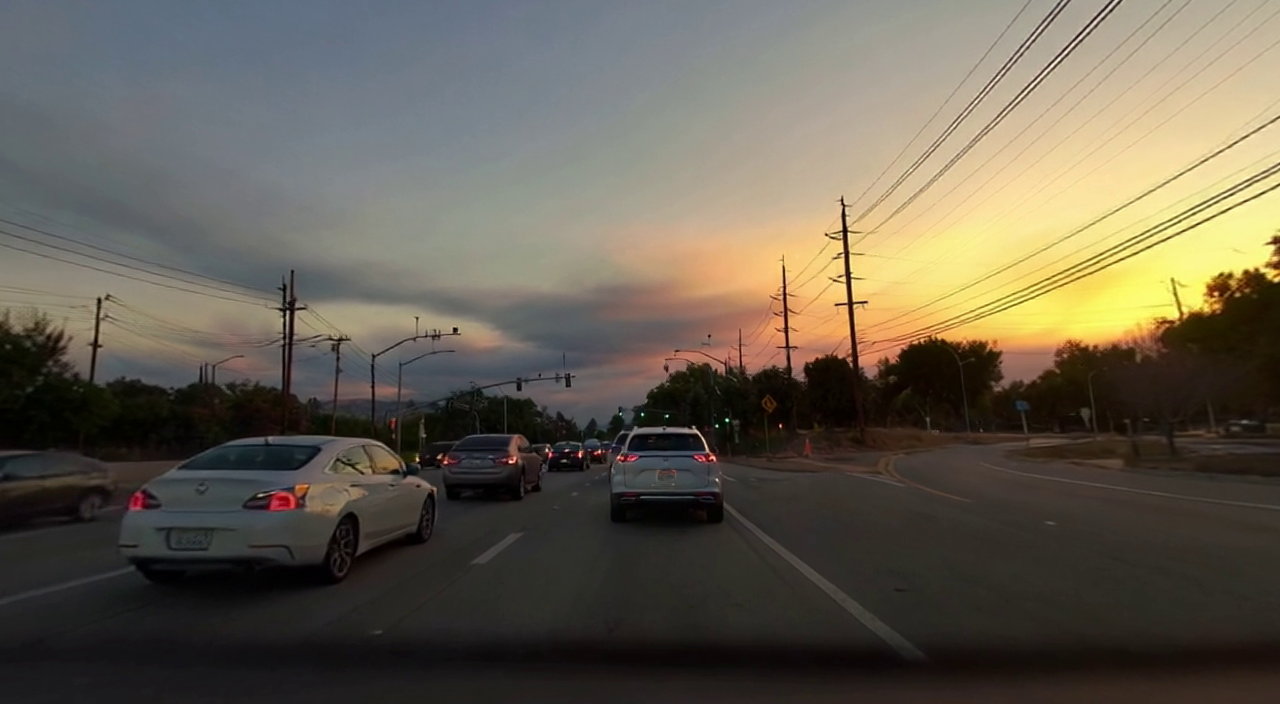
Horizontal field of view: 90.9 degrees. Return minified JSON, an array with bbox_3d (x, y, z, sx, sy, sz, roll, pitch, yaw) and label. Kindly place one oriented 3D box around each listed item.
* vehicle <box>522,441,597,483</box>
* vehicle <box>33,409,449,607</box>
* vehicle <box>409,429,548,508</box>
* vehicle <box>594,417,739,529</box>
[{"bbox_3d":[-2.927,4.112,23.852,2.105,1.436,4.311,-1,-9,2],"label":"vehicle"},{"bbox_3d":[-3.822,1.552,7.115,1.999,1.563,4.007,0,-9,1],"label":"vehicle"},{"bbox_3d":[-3.665,2.743,15.271,2.018,1.621,4.441,-1,-9,2],"label":"vehicle"},{"bbox_3d":[0.478,2.151,11.677,2.205,1.691,3.937,0,-9,2],"label":"vehicle"}]
